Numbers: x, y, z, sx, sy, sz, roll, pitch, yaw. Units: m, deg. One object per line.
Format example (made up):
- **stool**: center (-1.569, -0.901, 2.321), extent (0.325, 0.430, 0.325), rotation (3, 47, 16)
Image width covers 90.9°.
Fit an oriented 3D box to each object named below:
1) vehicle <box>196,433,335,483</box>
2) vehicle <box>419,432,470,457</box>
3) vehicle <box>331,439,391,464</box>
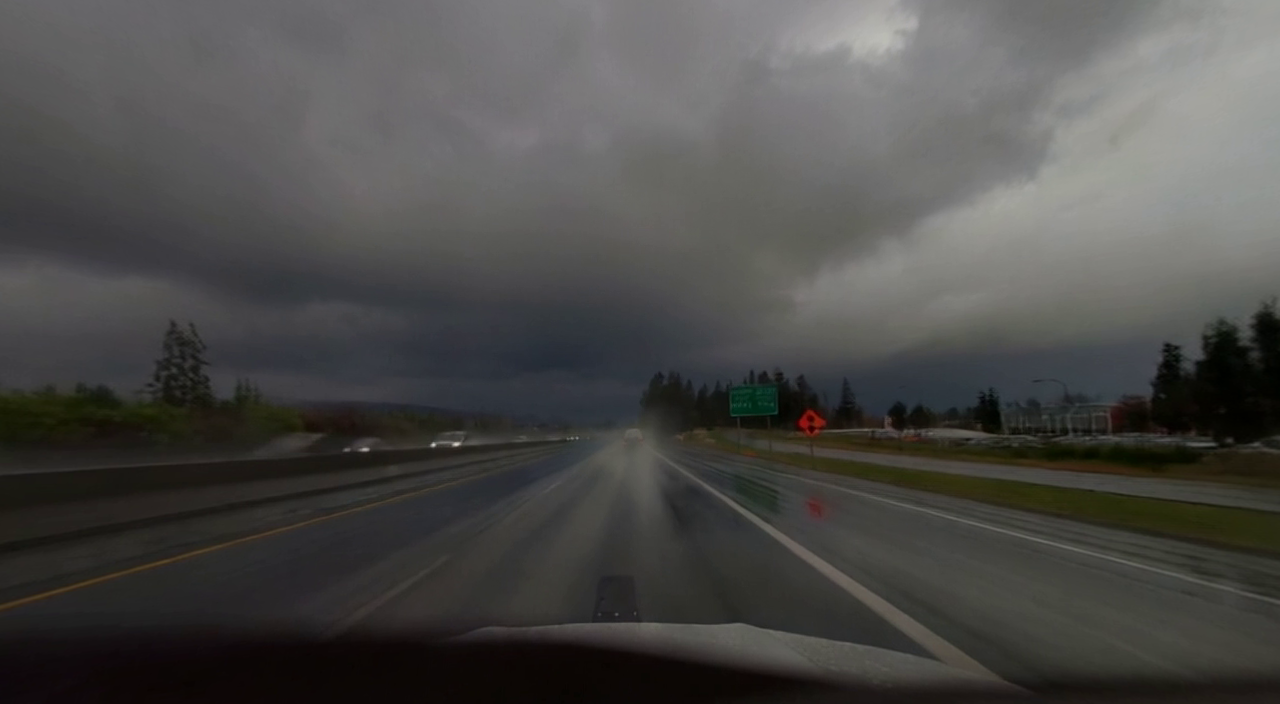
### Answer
- **vehicle**: center (-12.777, 3.605, 21.934), extent (2.094, 1.531, 4.596), rotation (0, -8, -1)
- **vehicle**: center (-13.256, 6.295, 42.972), extent (1.998, 1.592, 4.662), rotation (0, -8, -1)
- **vehicle**: center (-17.773, 6.320, 40.330), extent (1.837, 1.492, 4.519), rotation (0, -8, -1)
